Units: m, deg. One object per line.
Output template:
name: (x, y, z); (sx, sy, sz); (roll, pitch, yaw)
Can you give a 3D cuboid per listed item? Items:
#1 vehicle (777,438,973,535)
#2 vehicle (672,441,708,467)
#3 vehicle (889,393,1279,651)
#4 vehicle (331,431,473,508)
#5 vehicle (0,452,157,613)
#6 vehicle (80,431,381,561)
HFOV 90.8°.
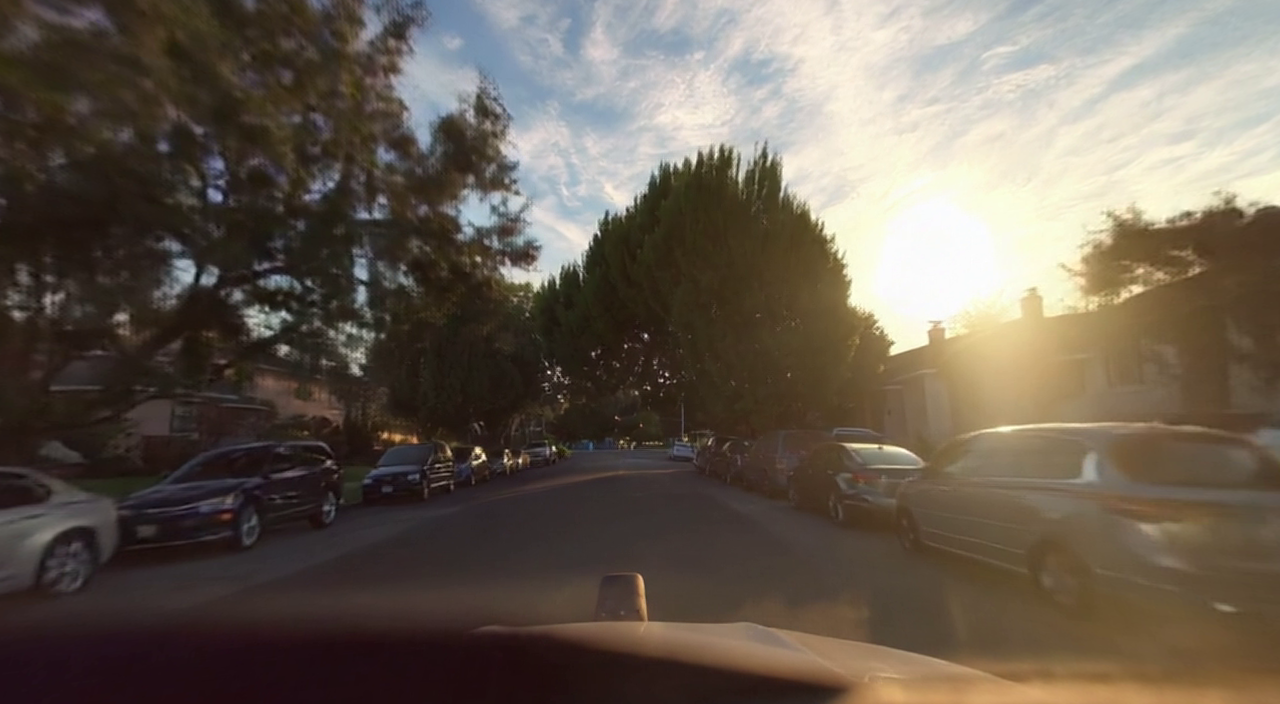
vehicle: (4.202, 2.465, 12.282); (1.877, 1.486, 4.713); (0, -9, -2)
vehicle: (3.692, 7.602, 47.302); (2.101, 1.771, 4.747); (0, -9, -2)
vehicle: (4.505, 1.483, 6.581); (1.918, 1.740, 4.415); (0, -9, -1)
vehicle: (-7.144, 3.580, 19.886); (2.195, 2.023, 6.055); (0, -8, -1)
vehicle: (-6.870, 1.672, 5.480); (1.828, 1.468, 4.738); (-2, -8, -3)
vehicle: (-7.084, 2.504, 11.970); (2.162, 1.846, 5.426); (0, -8, -1)
